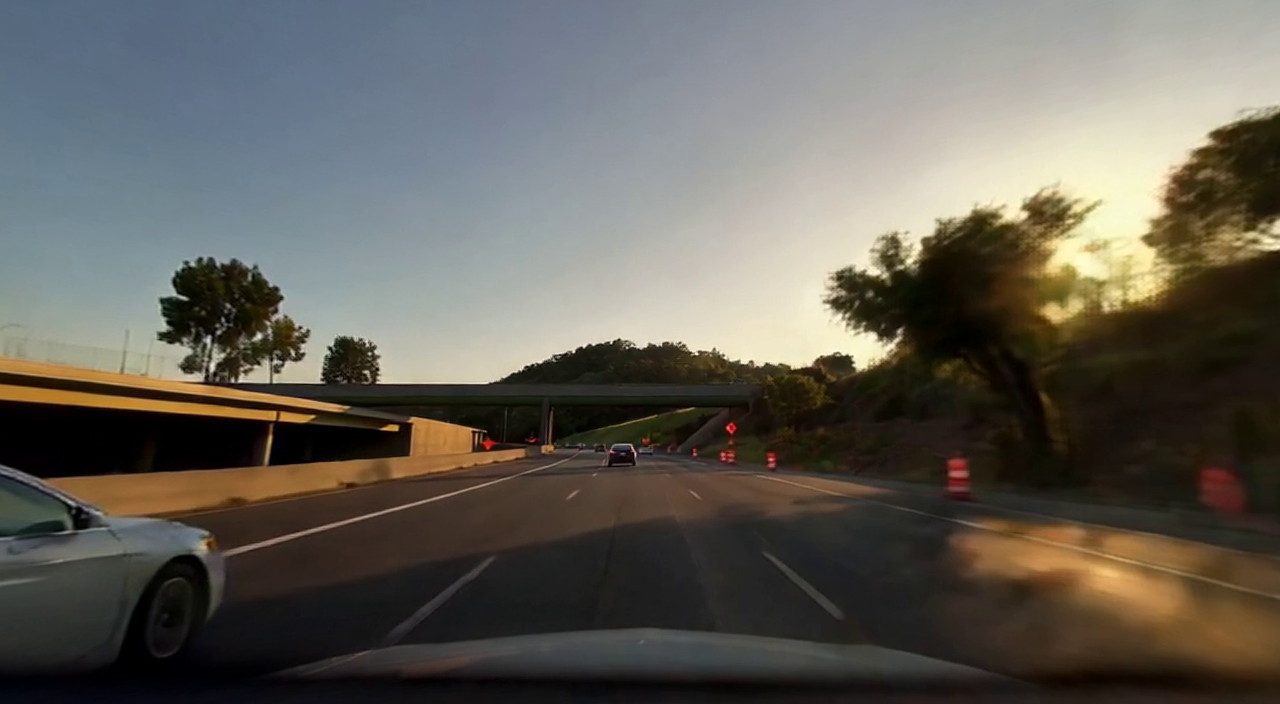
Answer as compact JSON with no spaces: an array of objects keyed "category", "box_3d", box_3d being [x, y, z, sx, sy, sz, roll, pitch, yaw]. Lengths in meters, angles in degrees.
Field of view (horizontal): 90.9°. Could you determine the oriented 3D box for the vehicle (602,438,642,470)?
[{"category":"vehicle","box_3d":[-1.137,6.132,38.268,2.328,1.805,4.502,0,-8,-3]}]
